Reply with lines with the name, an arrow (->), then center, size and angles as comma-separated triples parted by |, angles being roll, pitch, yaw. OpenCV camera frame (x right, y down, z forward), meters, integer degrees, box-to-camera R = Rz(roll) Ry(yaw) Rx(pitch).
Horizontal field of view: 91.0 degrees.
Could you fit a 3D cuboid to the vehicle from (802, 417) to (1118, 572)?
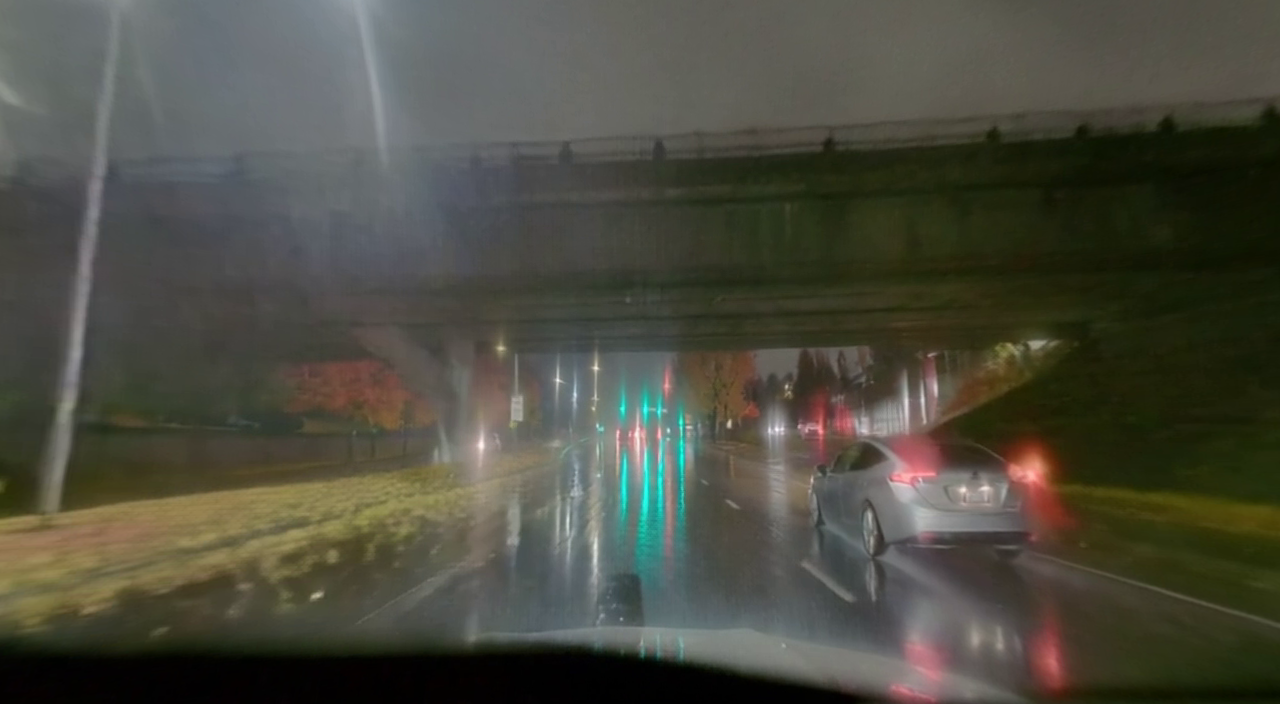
vehicle -> 3.813, 1.786, 8.648 | 2.063, 1.542, 4.420 | -1, -9, 1
